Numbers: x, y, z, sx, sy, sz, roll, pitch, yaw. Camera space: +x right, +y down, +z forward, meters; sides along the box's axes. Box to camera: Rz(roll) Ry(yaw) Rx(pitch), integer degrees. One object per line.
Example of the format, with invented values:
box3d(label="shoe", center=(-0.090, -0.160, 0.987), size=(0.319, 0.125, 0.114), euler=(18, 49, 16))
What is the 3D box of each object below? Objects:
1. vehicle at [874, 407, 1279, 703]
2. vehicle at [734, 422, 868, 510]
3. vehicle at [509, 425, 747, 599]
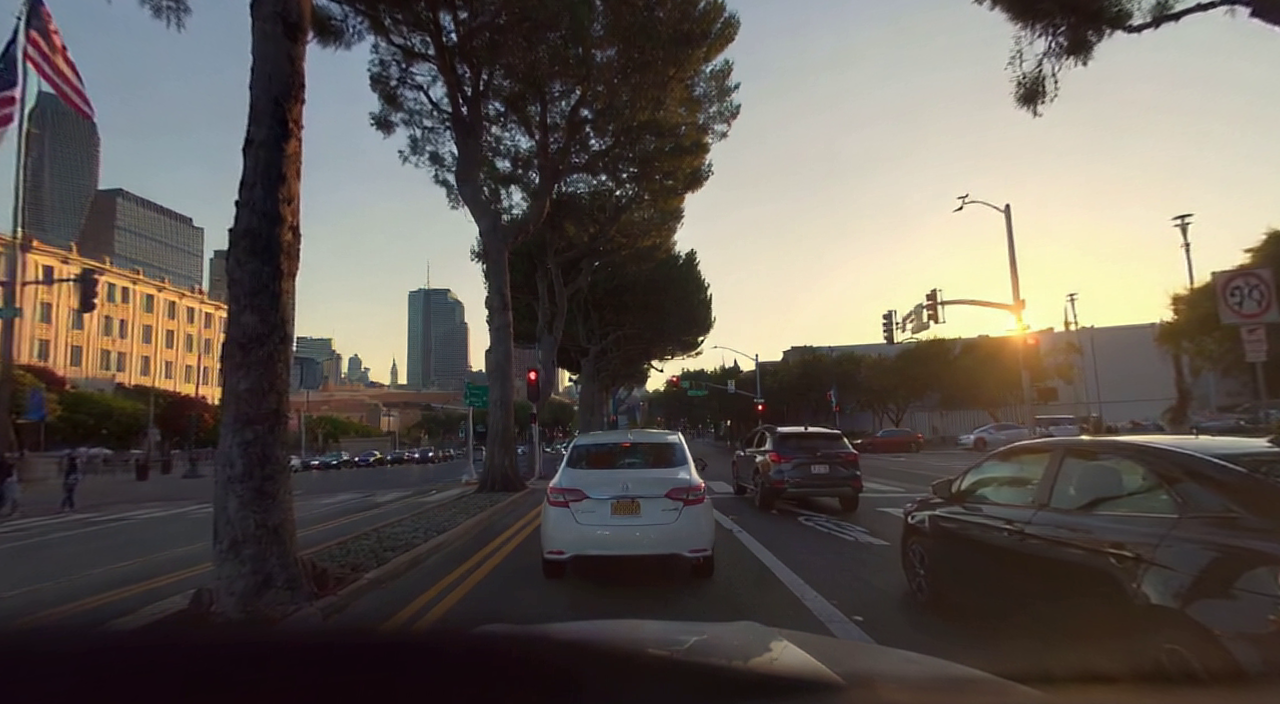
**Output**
box3d(label="vehicle", center=(3.371, 1.231, 4.345), size=(1.833, 1.465, 4.258), euler=(0, -8, -1))
box3d(label="vehicle", center=(3.545, 2.613, 14.911), size=(1.978, 1.738, 4.599), euler=(0, -8, 1))
box3d(label="vehicle", center=(-0.120, 1.698, 7.537), size=(2.096, 1.521, 3.747), euler=(0, -8, 0))
